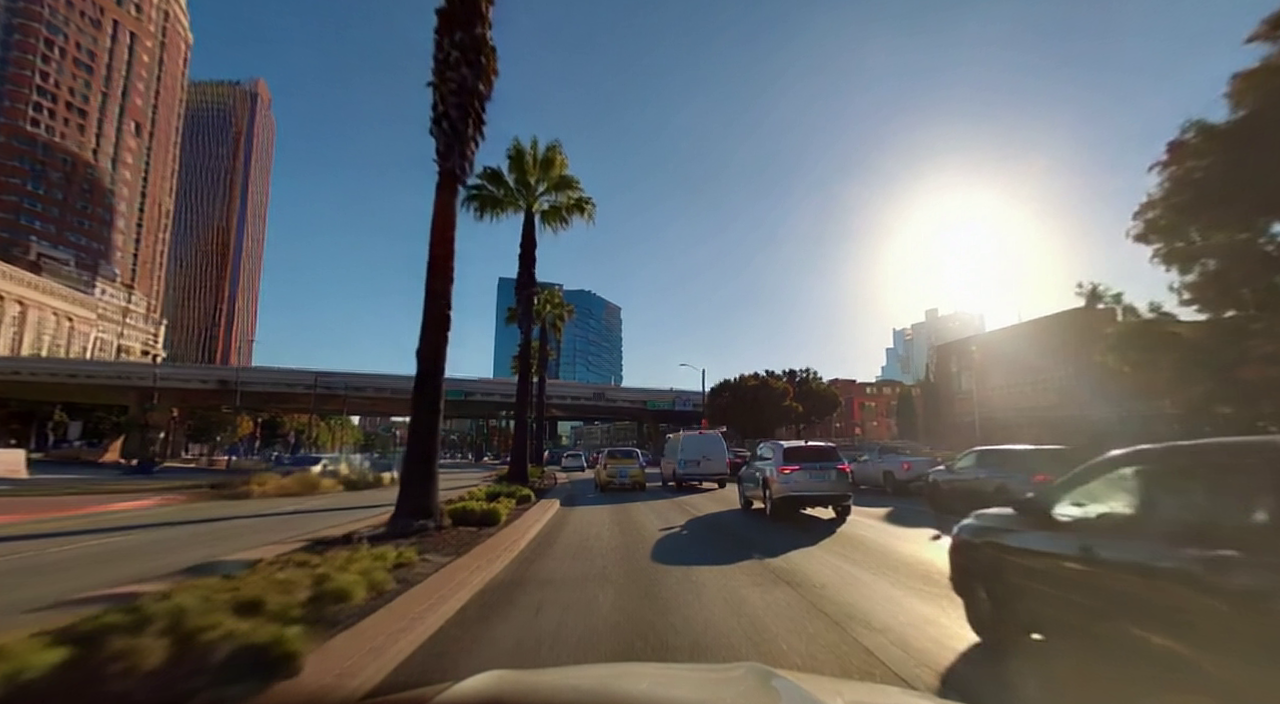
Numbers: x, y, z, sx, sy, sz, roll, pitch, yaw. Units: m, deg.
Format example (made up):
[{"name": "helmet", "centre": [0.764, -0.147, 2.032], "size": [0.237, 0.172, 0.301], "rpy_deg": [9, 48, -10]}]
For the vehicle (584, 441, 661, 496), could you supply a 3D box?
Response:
[{"name": "vehicle", "centre": [-0.734, 3.877, 21.516], "size": [2.332, 1.625, 4.933], "rpy_deg": [0, -9, -5]}]

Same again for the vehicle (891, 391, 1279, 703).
[{"name": "vehicle", "centre": [3.318, 1.014, 2.948], "size": [2.238, 1.522, 4.627], "rpy_deg": [0, -9, -2]}]

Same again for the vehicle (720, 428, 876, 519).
[{"name": "vehicle", "centre": [3.280, 2.628, 14.163], "size": [2.151, 1.695, 4.258], "rpy_deg": [0, -9, -3]}]

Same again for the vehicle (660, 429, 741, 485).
[{"name": "vehicle", "centre": [2.476, 4.535, 27.630], "size": [2.434, 2.171, 5.098], "rpy_deg": [1, -9, -7]}]
